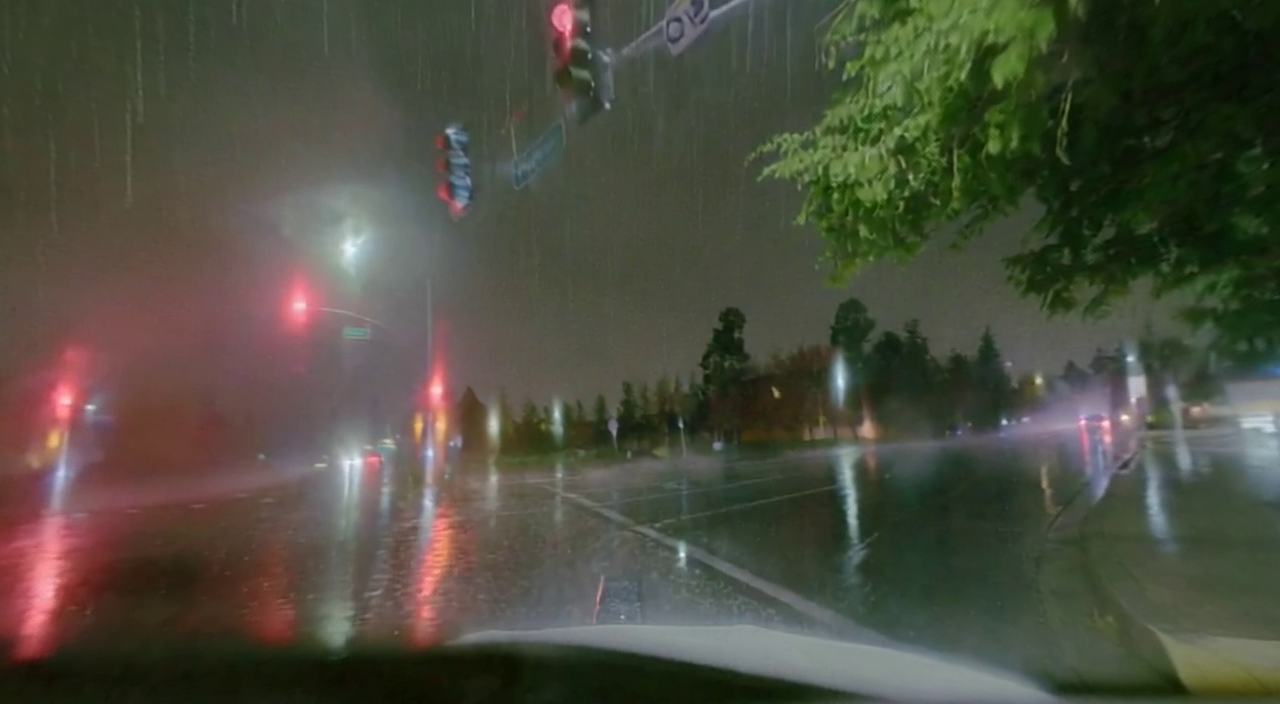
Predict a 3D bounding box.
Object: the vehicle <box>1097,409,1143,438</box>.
[{"bbox_3d":[34.771,5.266,45.727,2.194,1.896,5.049,-8,-11,40],"label":"vehicle"}]
